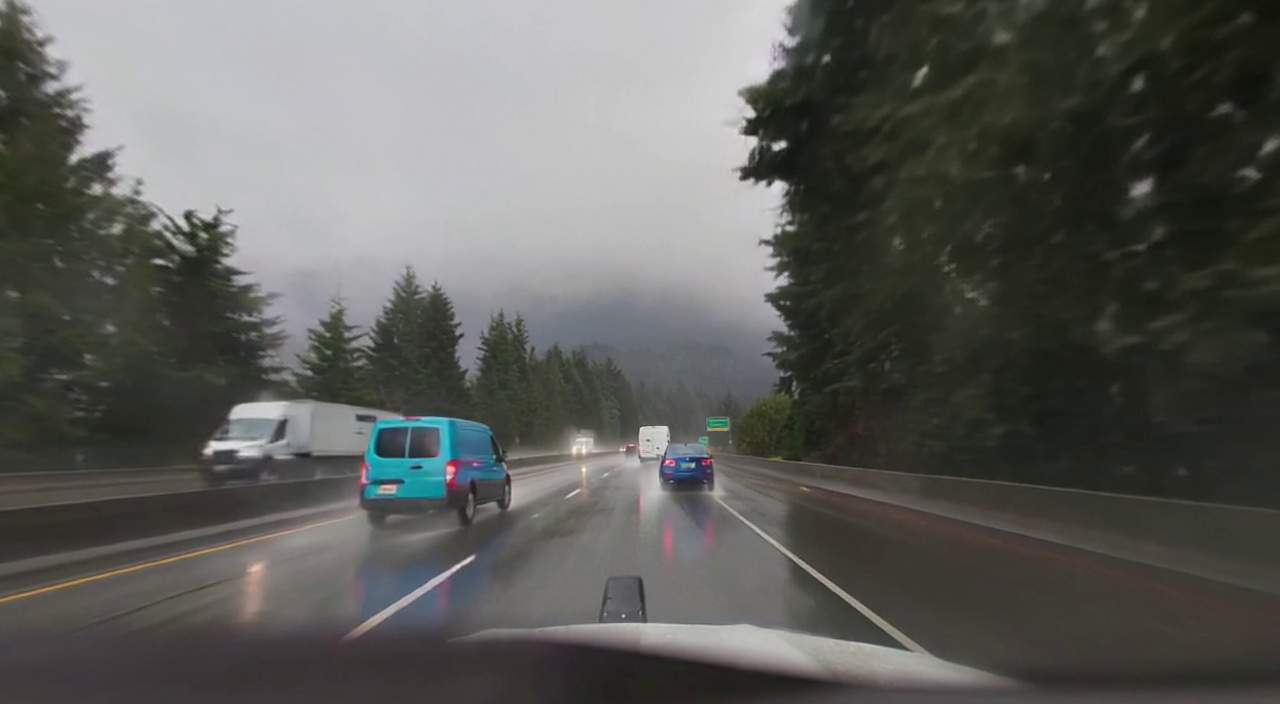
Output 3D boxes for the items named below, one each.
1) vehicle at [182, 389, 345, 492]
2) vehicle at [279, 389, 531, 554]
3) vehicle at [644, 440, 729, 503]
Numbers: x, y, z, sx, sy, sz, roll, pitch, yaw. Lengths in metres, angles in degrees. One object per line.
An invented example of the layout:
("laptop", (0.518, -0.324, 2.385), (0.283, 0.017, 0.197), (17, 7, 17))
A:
("vehicle", (-17.342, 4.238, 29.843), (3.026, 4.268, 7.131), (-1, -9, 1))
("vehicle", (-3.348, 1.864, 10.380), (2.217, 2.033, 4.975), (0, -9, 0))
("vehicle", (1.129, 3.172, 17.058), (2.012, 1.485, 3.649), (0, -9, 0))
